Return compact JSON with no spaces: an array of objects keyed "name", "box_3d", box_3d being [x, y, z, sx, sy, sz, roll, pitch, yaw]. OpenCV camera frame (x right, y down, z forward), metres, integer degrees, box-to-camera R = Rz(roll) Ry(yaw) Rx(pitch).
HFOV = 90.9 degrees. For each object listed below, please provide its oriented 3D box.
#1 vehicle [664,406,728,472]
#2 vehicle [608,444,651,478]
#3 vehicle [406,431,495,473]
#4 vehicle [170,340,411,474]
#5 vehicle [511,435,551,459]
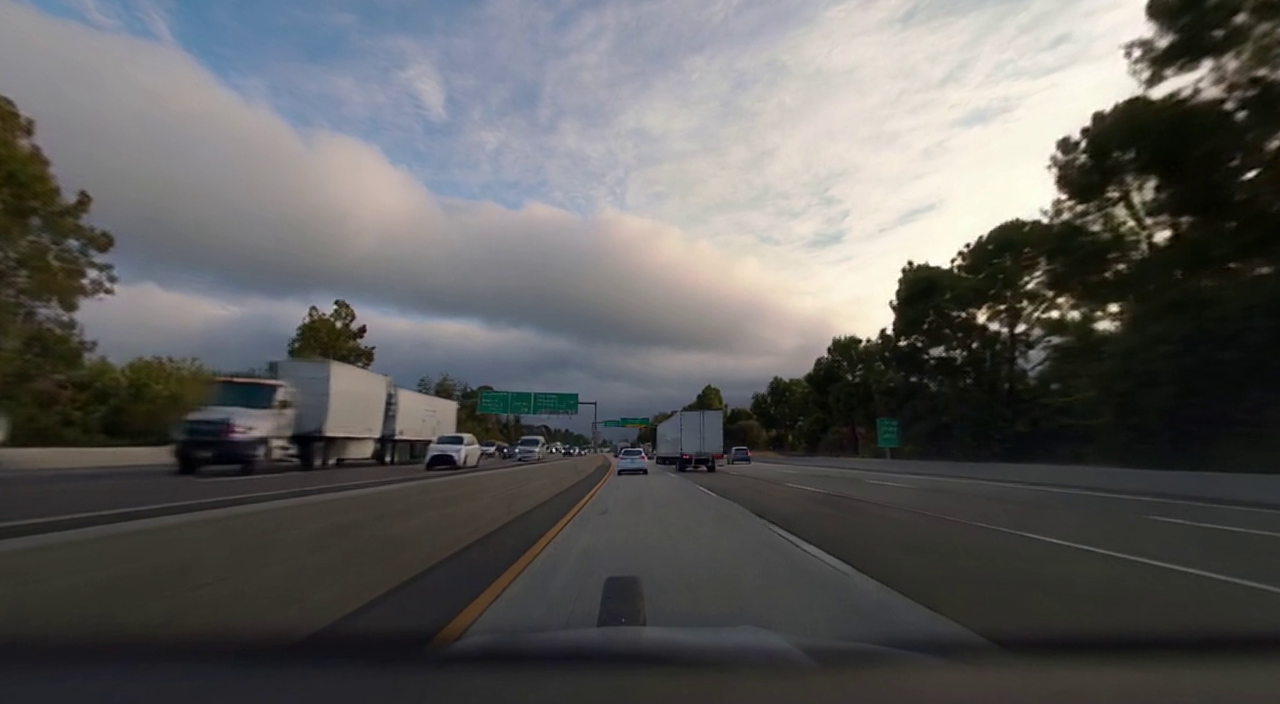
[{"name":"vehicle","box_3d":[3.674,6.288,44.929,2.931,4.009,12.800,0,-9,-2]},{"name":"vehicle","box_3d":[-0.563,5.644,32.829,2.111,1.599,3.859,0,-9,-1]},{"name":"vehicle","box_3d":[-7.438,4.026,25.387,1.993,1.486,5.318,0,-9,0]},{"name":"vehicle","box_3d":[-11.885,2.362,23.246,2.937,3.843,10.296,0,-9,0]},{"name":"vehicle","box_3d":[-8.154,7.192,47.550,2.099,1.725,5.303,0,-9,-1]}]
